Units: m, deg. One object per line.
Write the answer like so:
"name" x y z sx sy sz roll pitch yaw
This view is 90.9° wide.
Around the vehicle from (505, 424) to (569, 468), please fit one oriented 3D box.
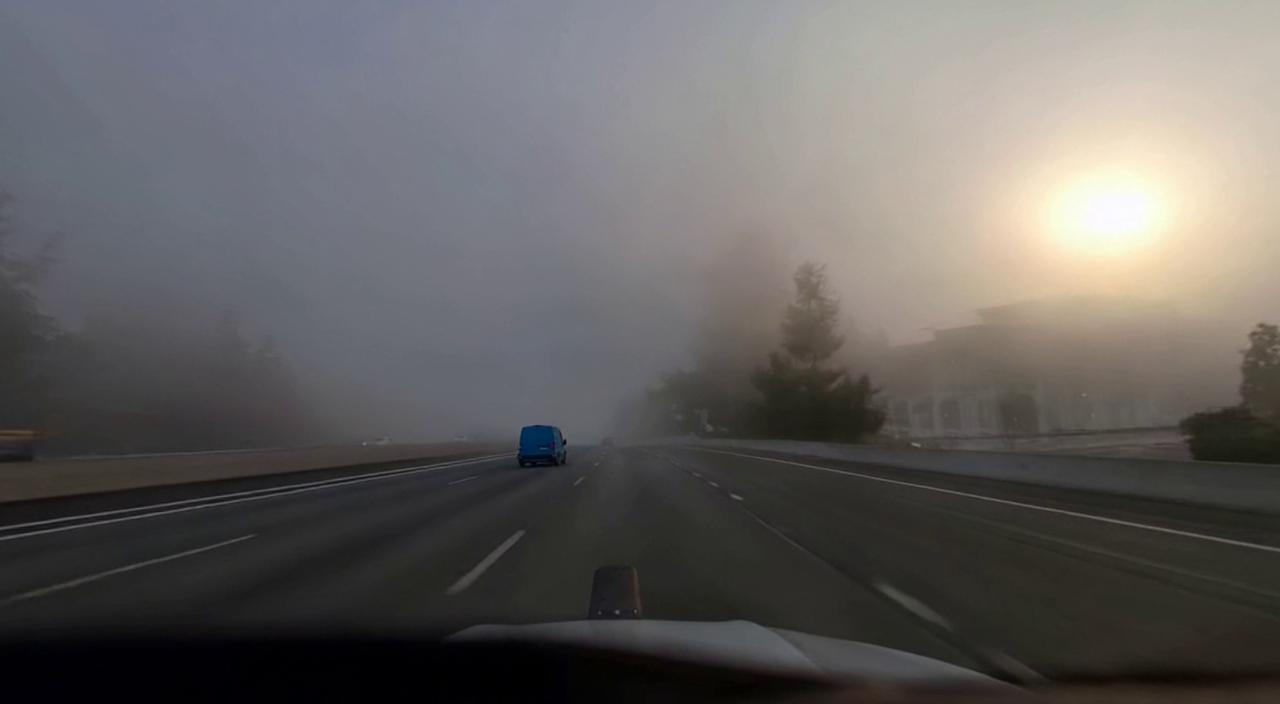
"vehicle" -4.580 4.254 28.738 2.219 1.827 4.738 0 -8 -1
